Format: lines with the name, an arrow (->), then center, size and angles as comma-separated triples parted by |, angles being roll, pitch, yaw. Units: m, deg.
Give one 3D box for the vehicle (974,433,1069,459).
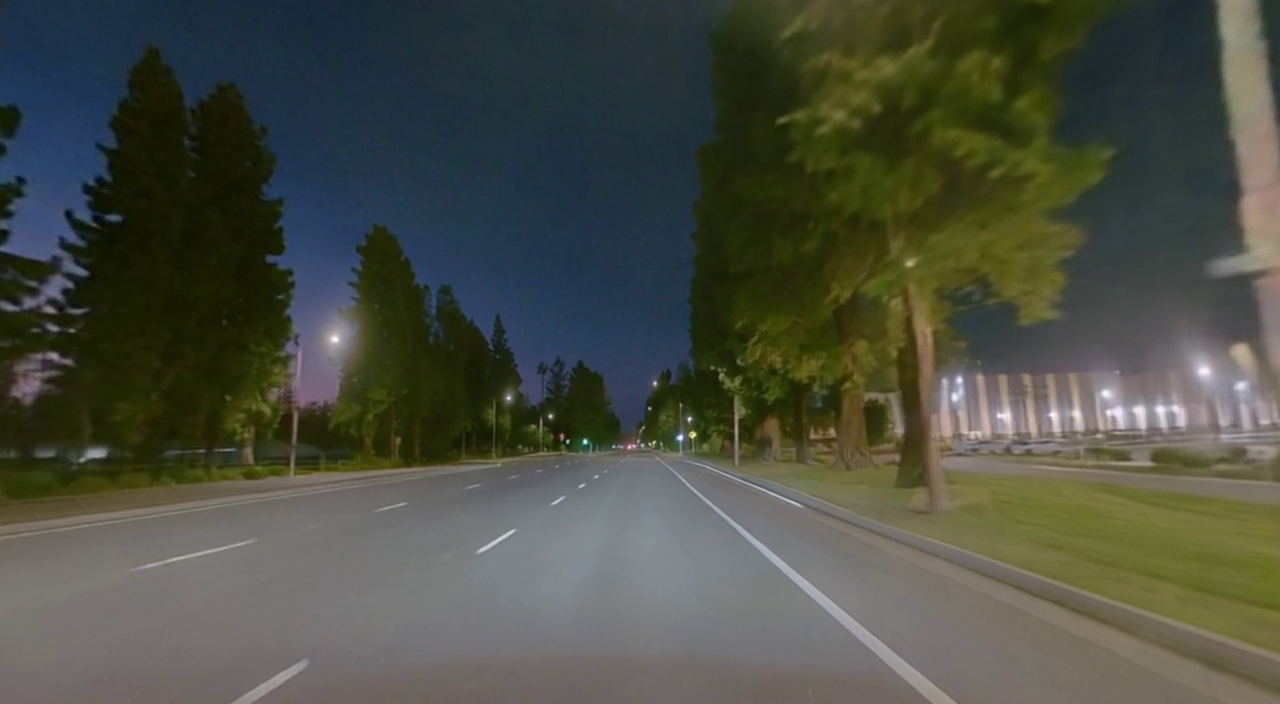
vehicle -> 22.147, 5.470, 36.700 | 4.271, 1.424, 1.941 | 0, -8, 1
